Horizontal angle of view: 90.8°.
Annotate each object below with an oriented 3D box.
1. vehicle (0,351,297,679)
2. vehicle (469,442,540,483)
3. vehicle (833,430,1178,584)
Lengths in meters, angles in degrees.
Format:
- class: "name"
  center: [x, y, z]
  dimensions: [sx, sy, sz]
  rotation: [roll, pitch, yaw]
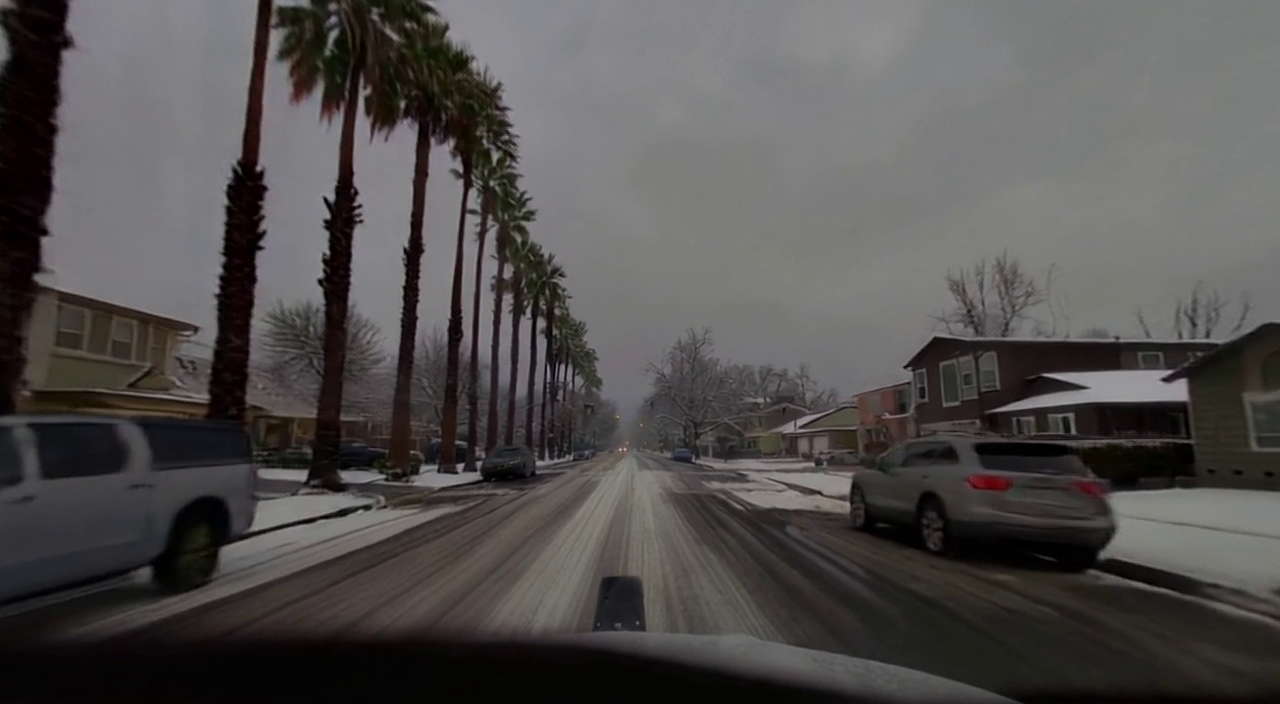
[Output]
- class: "vehicle"
  center: [-4.842, 1.124, 4.580]
  dimensions: [2.149, 1.877, 5.082]
  rotation: [-2, -8, -4]
- class: "vehicle"
  center: [-5.629, 4.626, 26.864]
  dimensions: [2.079, 1.486, 4.877]
  rotation: [-2, -8, -1]
- class: "vehicle"
  center: [4.450, 1.930, 8.779]
  dimensions: [1.991, 1.554, 4.501]
  rotation: [0, -9, -2]
